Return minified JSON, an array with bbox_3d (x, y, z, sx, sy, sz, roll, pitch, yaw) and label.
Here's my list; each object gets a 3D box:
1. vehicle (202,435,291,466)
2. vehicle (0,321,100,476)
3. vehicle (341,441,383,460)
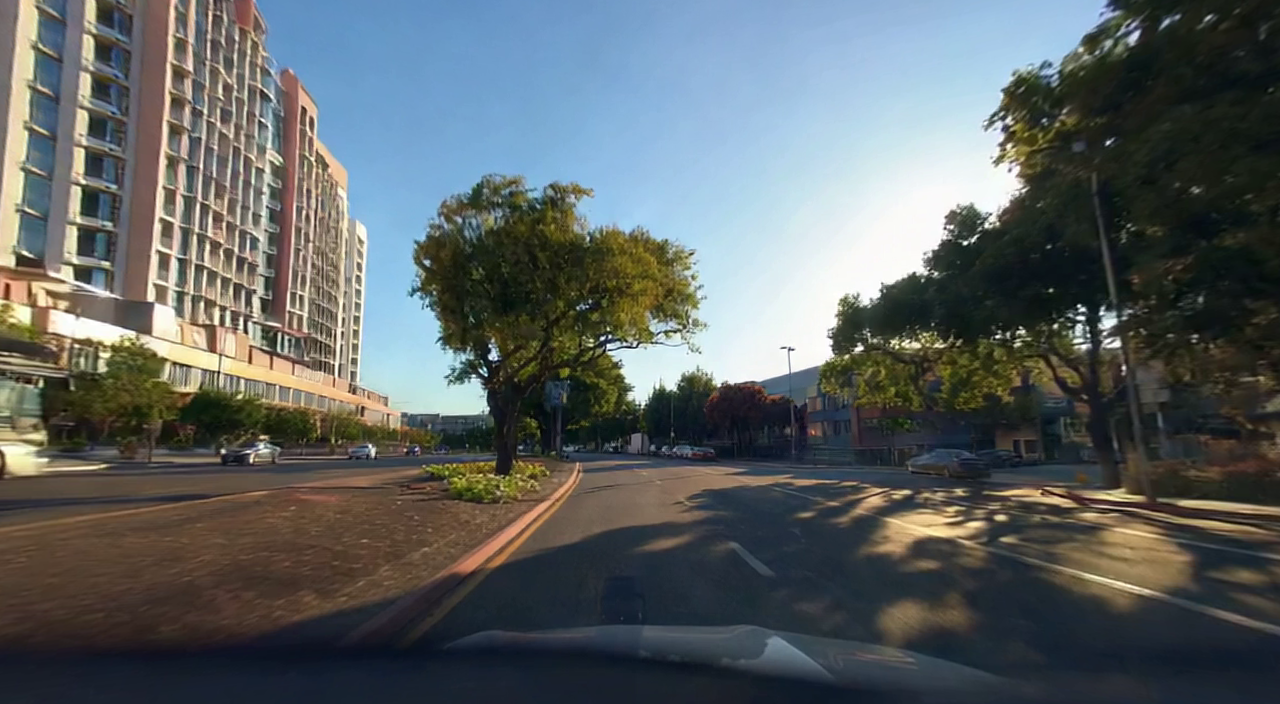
[{"bbox_3d":[-19.750,4.974,31.979,1.828,1.445,4.613,1,-9,-4],"label":"vehicle"},{"bbox_3d":[-18.489,0.411,11.354,2.942,4.135,17.400,0,-9,-2],"label":"vehicle"},{"bbox_3d":[-21.557,7.638,49.109,1.822,1.453,4.053,1,-9,-7],"label":"vehicle"}]
